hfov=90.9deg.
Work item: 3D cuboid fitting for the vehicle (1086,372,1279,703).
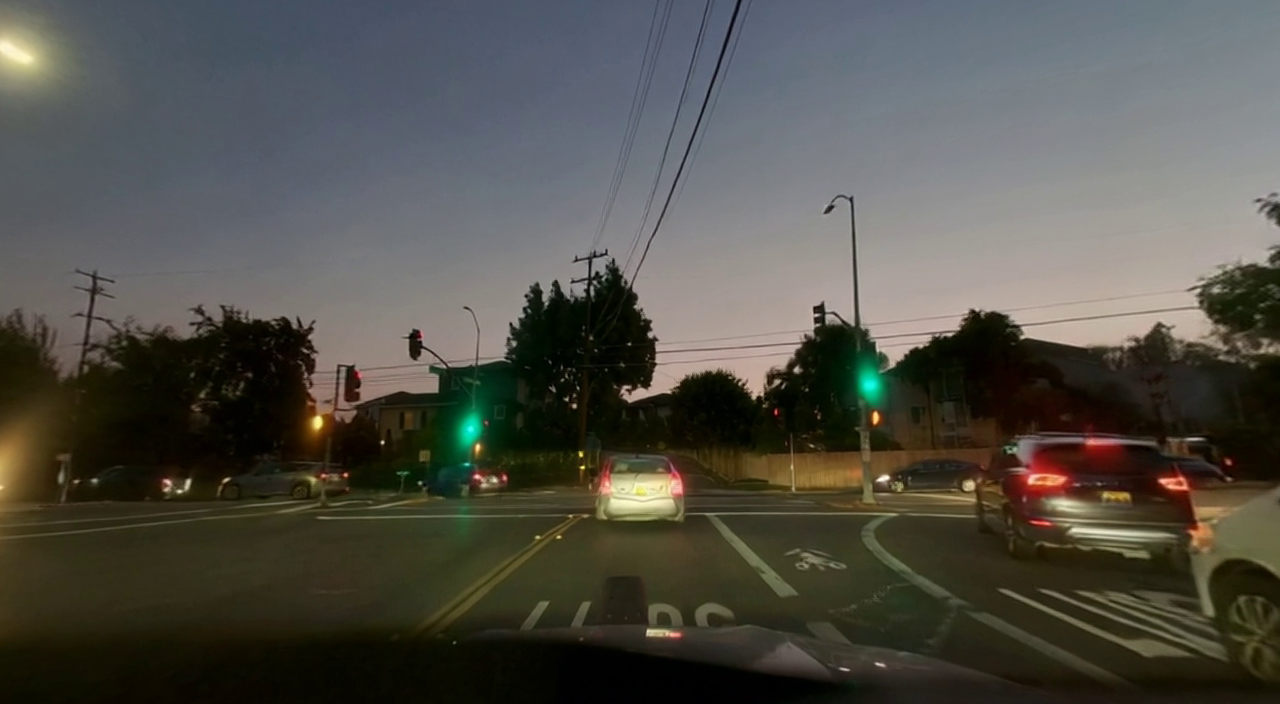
[{"bbox_3d":[4.530,0.901,2.570,2.095,1.836,4.895,-1,-8,5],"label":"vehicle"}]

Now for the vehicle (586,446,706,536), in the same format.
[{"bbox_3d":[-0.021,2.748,13.215,2.078,1.506,4.512,0,-8,-3],"label":"vehicle"}]

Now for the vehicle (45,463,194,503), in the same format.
[{"bbox_3d":[-21.150,5.308,25.708,4.736,1.475,1.921,-2,-9,9],"label":"vehicle"}]

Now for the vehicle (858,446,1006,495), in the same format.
[{"bbox_3d":[11.015,4.480,24.090,4.600,1.722,2.074,-1,-9,6],"label":"vehicle"}]

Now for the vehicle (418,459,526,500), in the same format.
[{"bbox_3d":[-7.209,5.364,26.906,4.343,1.492,2.063,-6,-10,34],"label":"vehicle"}]

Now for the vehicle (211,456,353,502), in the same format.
[{"bbox_3d":[-13.948,4.936,24.684,4.485,1.625,1.980,-2,-9,9],"label":"vehicle"}]
